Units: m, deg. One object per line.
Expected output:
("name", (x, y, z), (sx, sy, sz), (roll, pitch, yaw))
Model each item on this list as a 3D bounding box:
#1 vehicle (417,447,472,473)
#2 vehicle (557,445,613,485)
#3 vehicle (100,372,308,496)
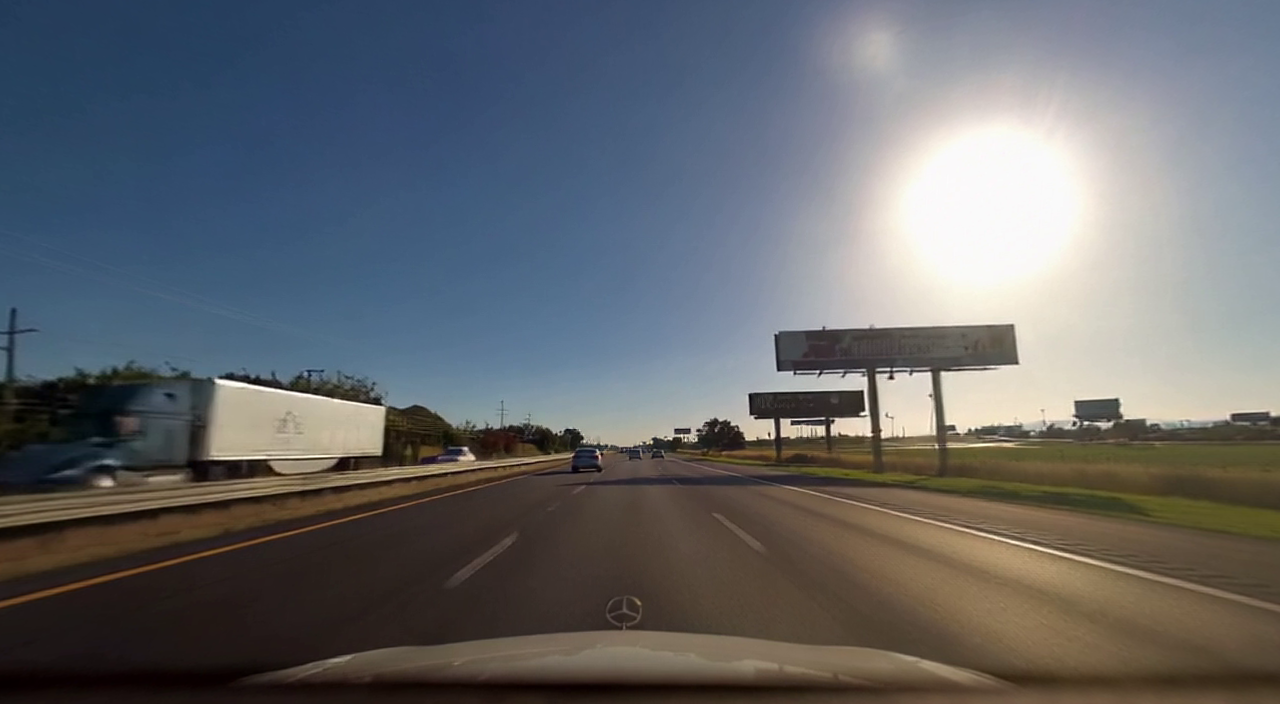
("vehicle", (-12.041, 6.673, 39.177), (1.919, 1.484, 4.645), (0, -9, 0))
("vehicle", (-2.213, 4.707, 26.506), (1.916, 1.494, 4.335), (0, -9, 0))
("vehicle", (-16.250, 3.235, 24.333), (3.139, 4.120, 6.607), (0, -9, 0))
